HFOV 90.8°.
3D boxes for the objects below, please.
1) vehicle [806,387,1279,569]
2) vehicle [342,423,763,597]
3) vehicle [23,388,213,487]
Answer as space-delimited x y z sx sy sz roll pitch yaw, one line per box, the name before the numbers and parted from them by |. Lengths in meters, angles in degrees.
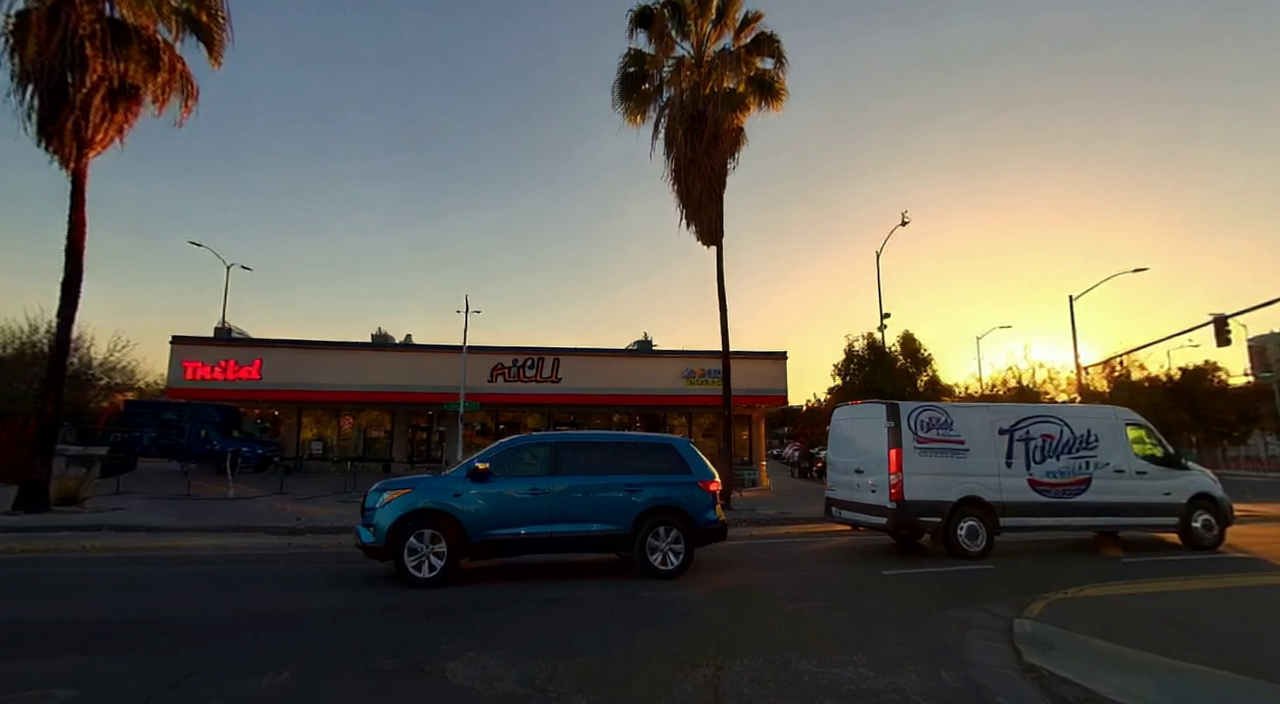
vehicle | 5.968 1.779 9.500 6.246 2.202 2.277 1 -9 -11
vehicle | -1.013 1.815 7.945 4.493 1.728 2.137 2 -9 -12
vehicle | -23.523 4.008 29.249 3.034 3.929 7.699 1 -9 -9
